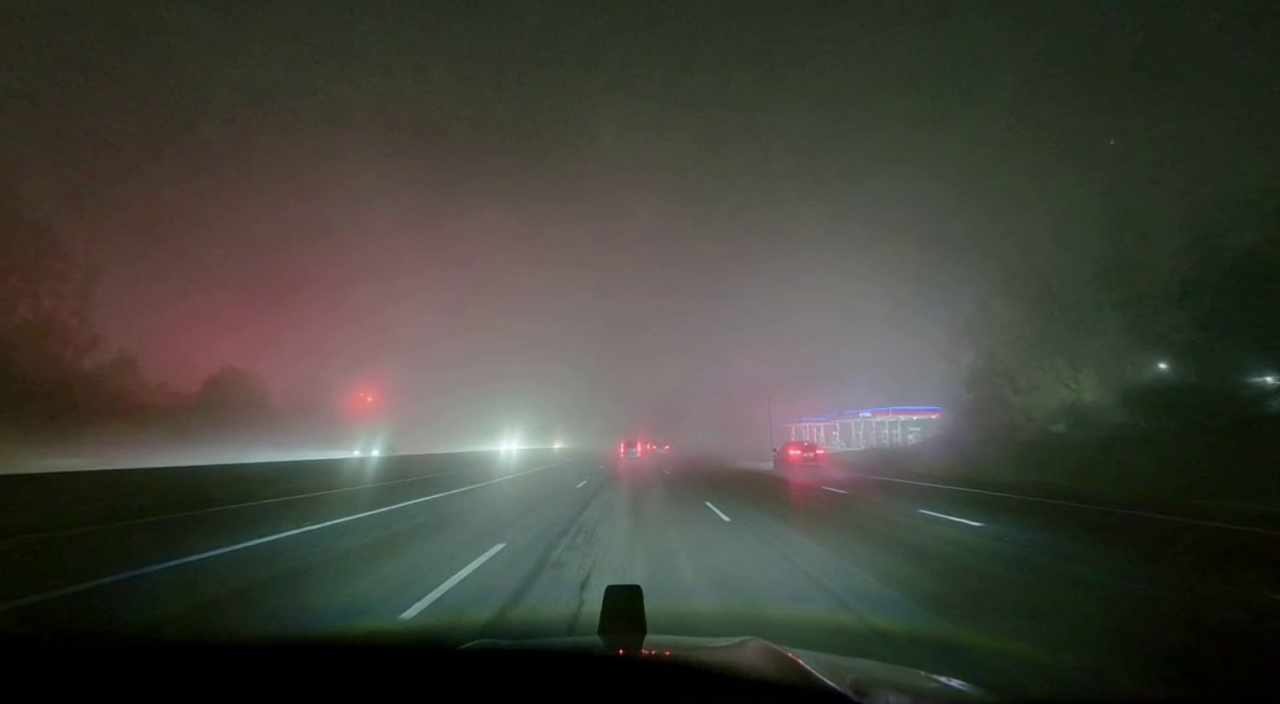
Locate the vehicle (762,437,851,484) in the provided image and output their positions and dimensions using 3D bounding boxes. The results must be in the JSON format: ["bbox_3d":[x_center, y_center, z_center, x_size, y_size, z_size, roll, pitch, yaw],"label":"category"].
[{"bbox_3d":[5.615,3.723,21.909,1.867,1.463,4.295,0,-8,-1],"label":"vehicle"}]

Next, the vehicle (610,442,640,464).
[{"bbox_3d":[-1.060,7.060,44.214,1.999,1.473,4.351,0,-8,-2],"label":"vehicle"}]
